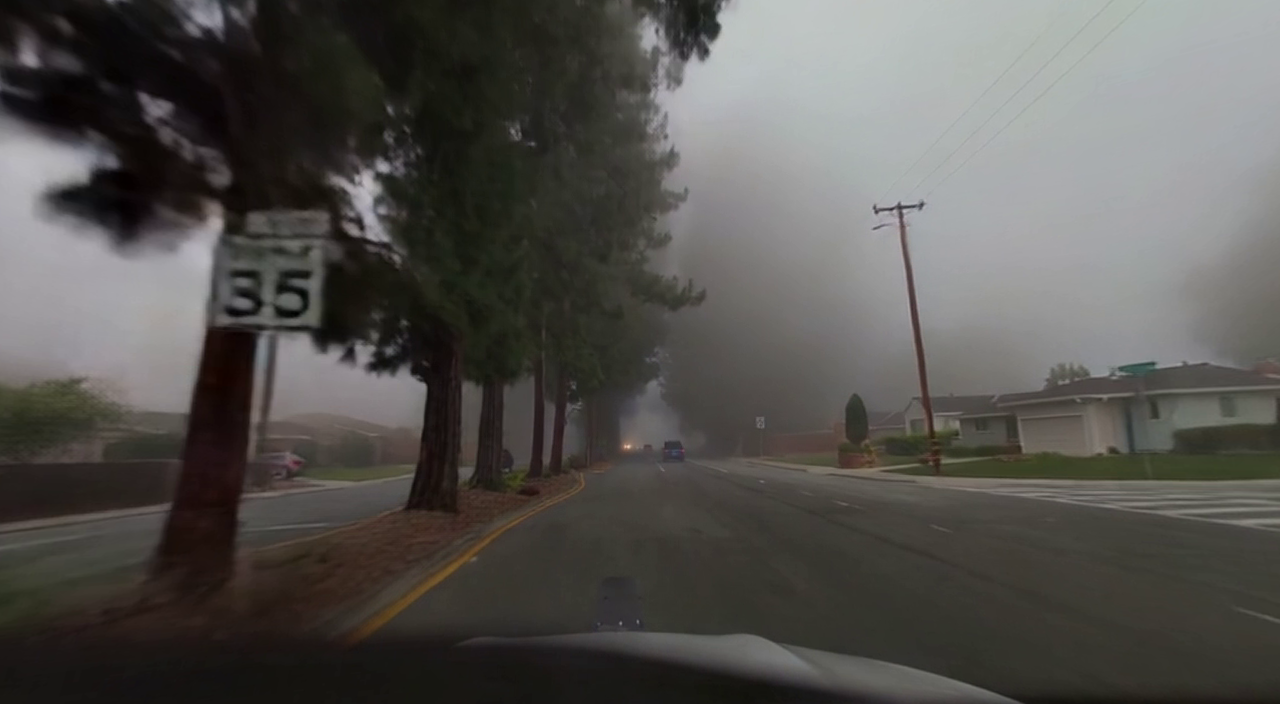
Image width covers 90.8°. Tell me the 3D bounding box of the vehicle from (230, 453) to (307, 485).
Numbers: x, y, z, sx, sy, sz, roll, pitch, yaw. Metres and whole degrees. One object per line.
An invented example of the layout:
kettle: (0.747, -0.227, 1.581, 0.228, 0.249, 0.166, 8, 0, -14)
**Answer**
vehicle: (-21.704, 6.821, 37.140, 1.860, 1.663, 4.418, 0, -9, -1)

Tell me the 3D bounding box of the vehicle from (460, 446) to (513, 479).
vehicle: (-8.955, 6.475, 37.269, 1.964, 1.722, 4.403, -2, -9, 2)
